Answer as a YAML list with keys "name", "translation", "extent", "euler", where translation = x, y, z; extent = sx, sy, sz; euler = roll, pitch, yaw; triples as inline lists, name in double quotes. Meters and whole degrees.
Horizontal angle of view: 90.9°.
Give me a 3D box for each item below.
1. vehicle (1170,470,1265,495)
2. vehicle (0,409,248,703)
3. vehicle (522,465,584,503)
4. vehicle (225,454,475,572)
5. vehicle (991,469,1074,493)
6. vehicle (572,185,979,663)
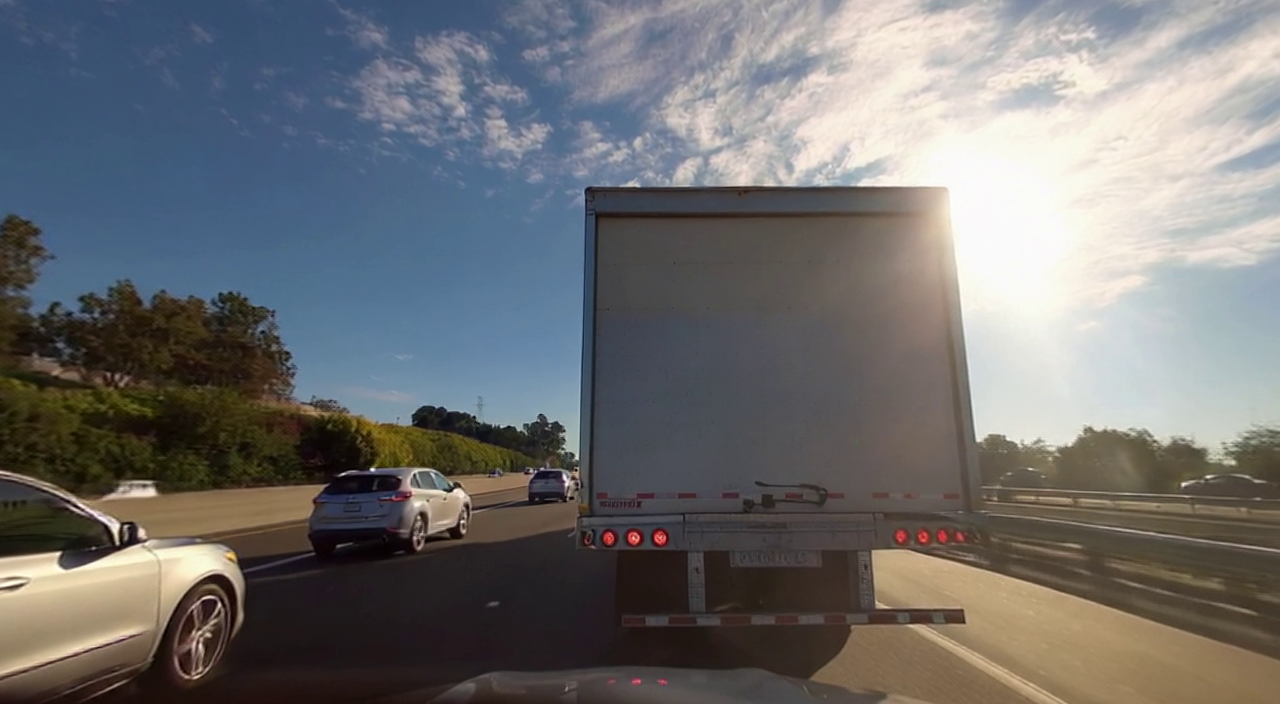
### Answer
- name: "vehicle"
  translation: [36.246, 8.190, 39.607]
  extent: [3.974, 1.485, 1.709]
  euler: [-1, -11, 7]
- name: "vehicle"
  translation: [-3.467, 0.804, 1.486]
  extent: [1.983, 1.509, 4.679]
  euler: [0, -11, 1]
- name: "vehicle"
  translation: [-3.687, 5.698, 27.405]
  extent: [1.964, 1.482, 4.371]
  euler: [0, -11, 1]
- name: "vehicle"
  translation: [-4.295, 2.471, 10.313]
  extent: [1.946, 1.469, 4.431]
  euler: [1, -11, 0]
- name: "vehicle"
  translation: [25.917, 8.548, 41.758]
  extent: [4.299, 1.465, 1.807]
  euler: [-4, -11, 22]
- name: "vehicle"
  translation: [0.927, 1.214, 8.977]
  extent: [2.831, 3.529, 8.689]
  euler: [1, -11, 0]
